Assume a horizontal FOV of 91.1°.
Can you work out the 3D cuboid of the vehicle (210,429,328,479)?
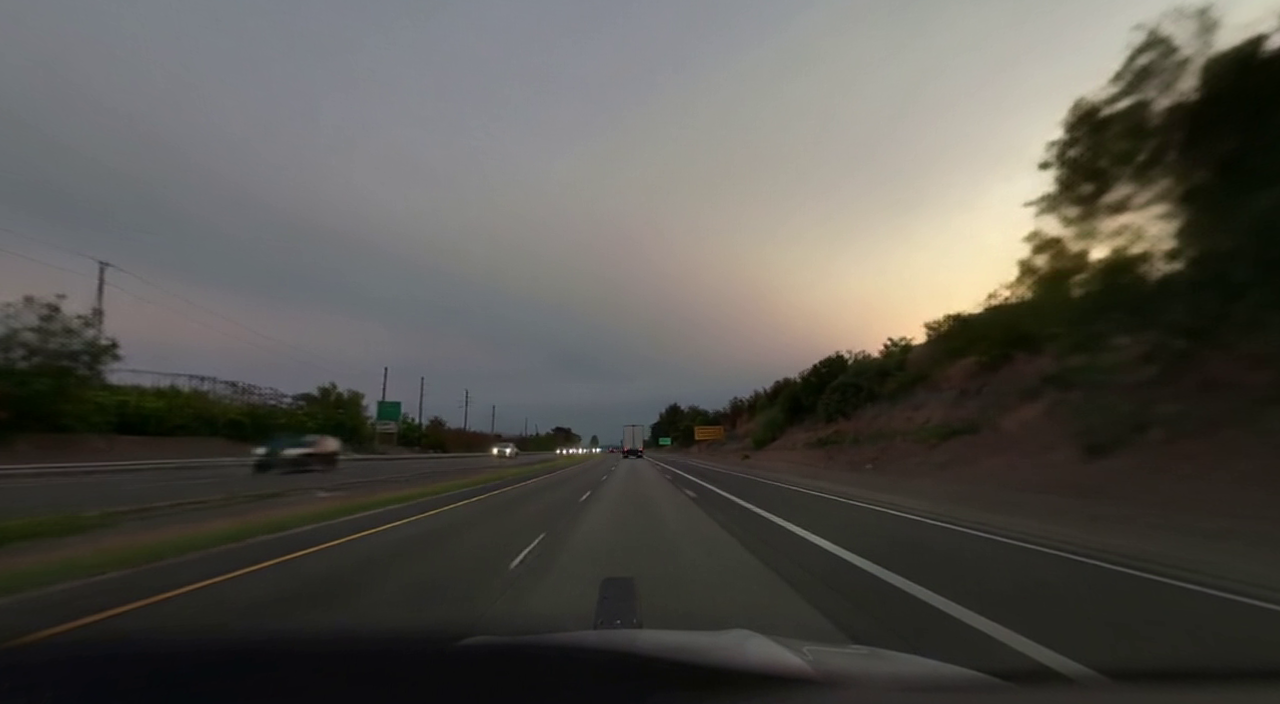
[{"bbox_3d":[-16.236,4.501,27.917,2.214,1.966,4.920,-1,-9,0],"label":"vehicle"}]
